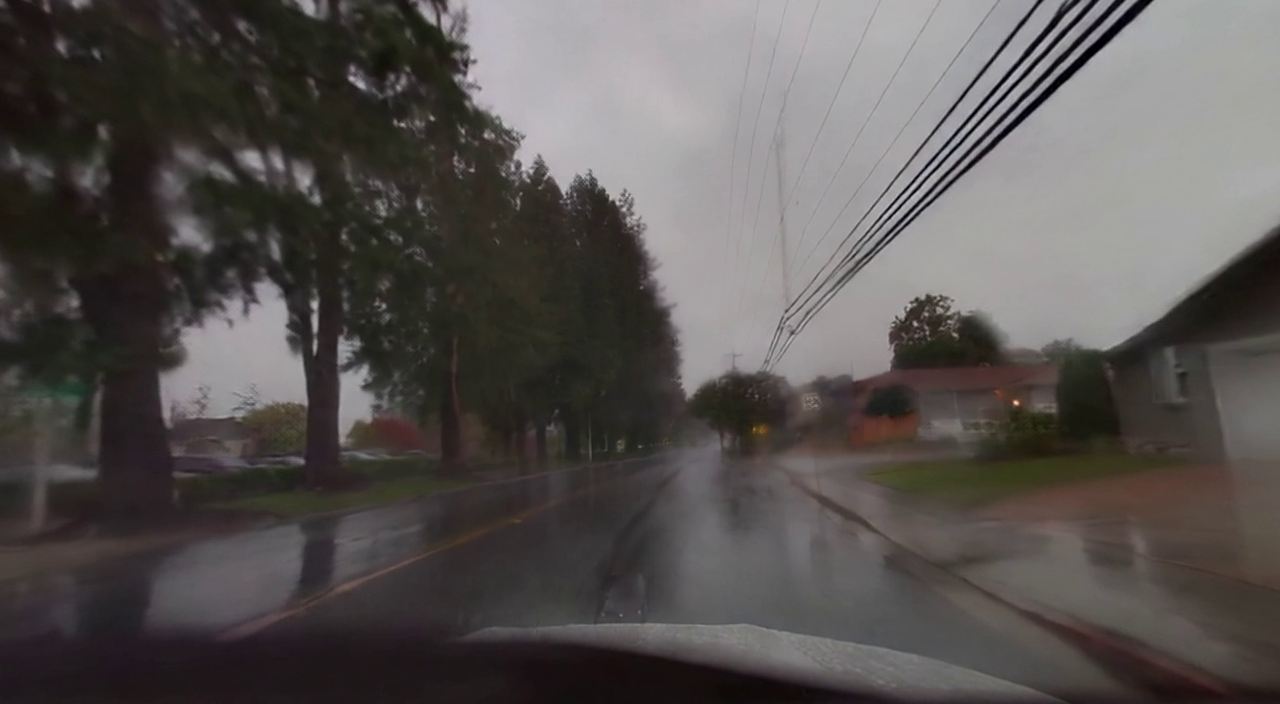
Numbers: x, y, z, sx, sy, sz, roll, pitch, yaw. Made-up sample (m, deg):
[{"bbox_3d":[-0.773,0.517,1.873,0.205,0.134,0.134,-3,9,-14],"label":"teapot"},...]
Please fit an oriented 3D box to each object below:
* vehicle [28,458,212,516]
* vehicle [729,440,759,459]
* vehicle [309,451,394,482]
[{"bbox_3d":[-18.022,4.656,22.252,4.675,1.442,1.906,-1,-7,-27],"label":"vehicle"},{"bbox_3d":[8.057,7.590,49.190,1.990,1.435,4.526,-1,-8,6],"label":"vehicle"},{"bbox_3d":[-16.070,6.403,35.444,4.123,1.603,1.906,3,-9,-20],"label":"vehicle"}]
